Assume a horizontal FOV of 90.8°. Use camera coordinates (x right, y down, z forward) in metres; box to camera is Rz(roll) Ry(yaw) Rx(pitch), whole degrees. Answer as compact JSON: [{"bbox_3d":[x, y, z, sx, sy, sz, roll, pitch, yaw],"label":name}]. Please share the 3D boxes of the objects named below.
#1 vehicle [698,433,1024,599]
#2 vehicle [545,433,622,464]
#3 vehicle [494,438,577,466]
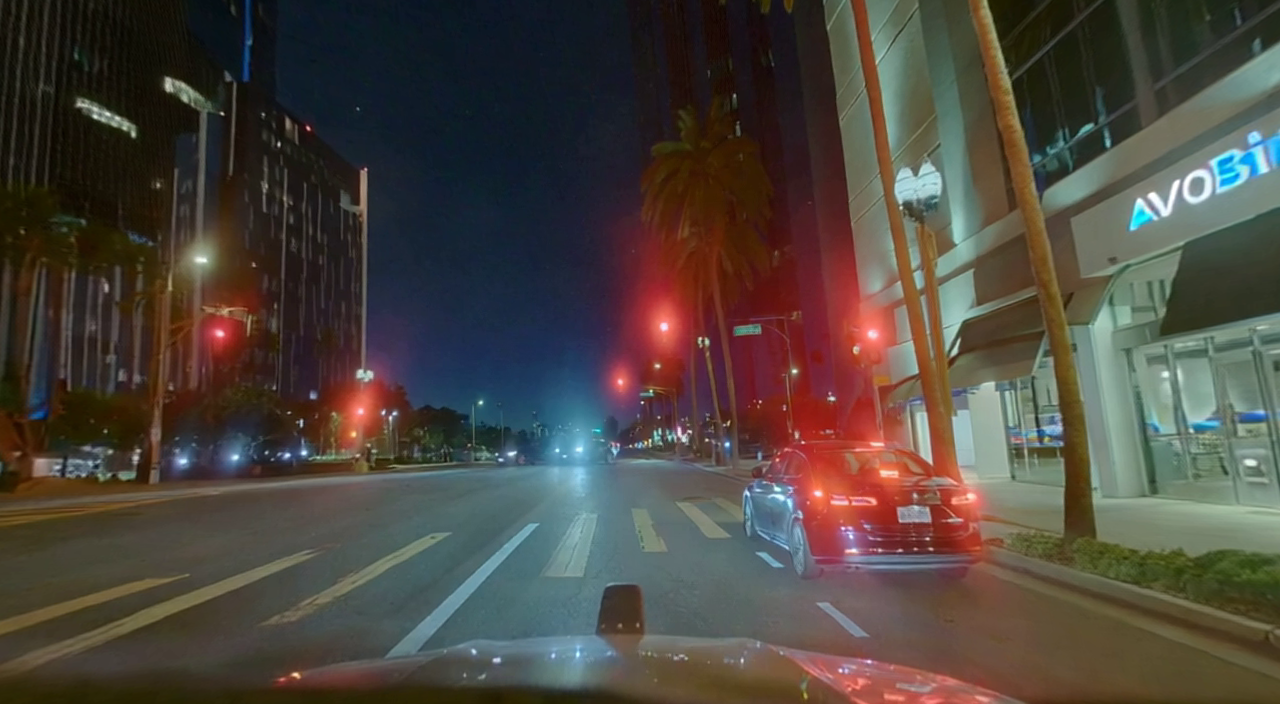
[{"bbox_3d":[2.253,1.822,8.140,2.090,1.466,4.676,1,-8,-6],"label":"vehicle"},{"bbox_3d":[-2.870,5.059,33.309,2.052,1.478,4.395,-4,-9,26],"label":"vehicle"},{"bbox_3d":[-5.949,5.773,36.540,1.896,1.492,4.808,-6,-10,34],"label":"vehicle"}]
